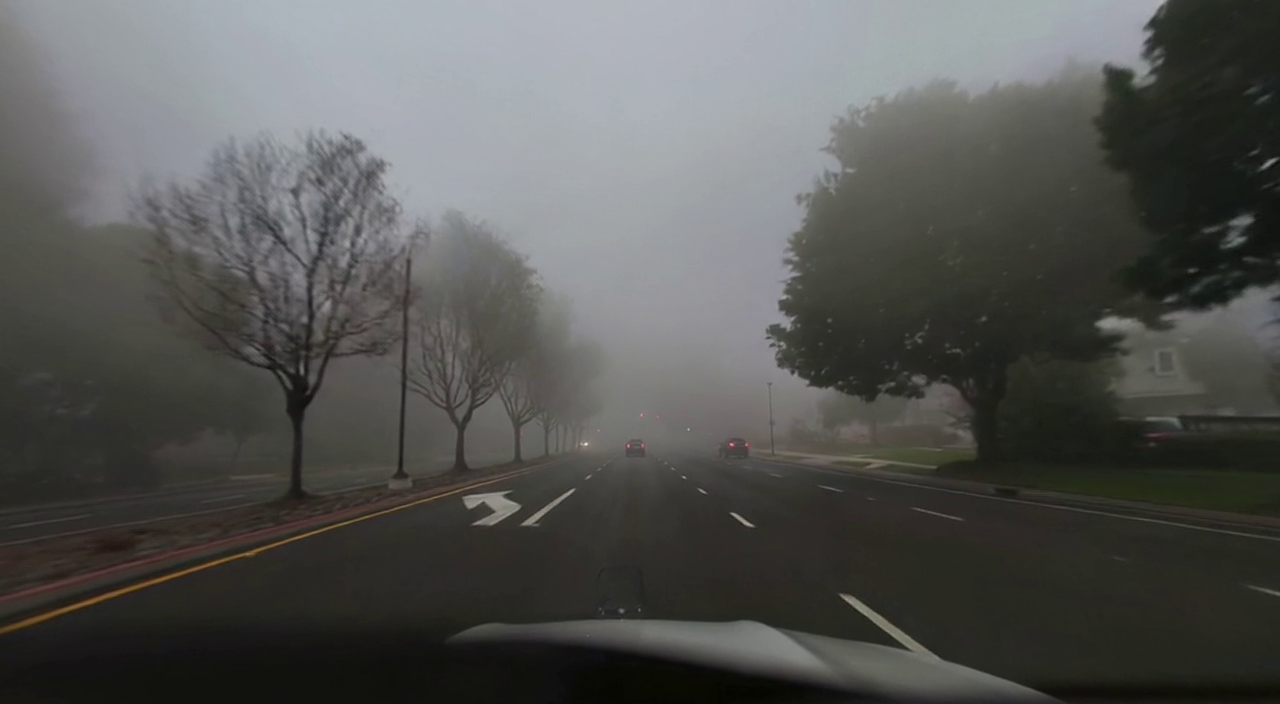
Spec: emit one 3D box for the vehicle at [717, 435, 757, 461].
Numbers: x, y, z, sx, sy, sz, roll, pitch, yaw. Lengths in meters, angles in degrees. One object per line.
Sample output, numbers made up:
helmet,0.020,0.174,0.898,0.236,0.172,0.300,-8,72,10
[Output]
vehicle,6.682,6.661,43.873,2.011,1.710,4.357,0,-9,-1
